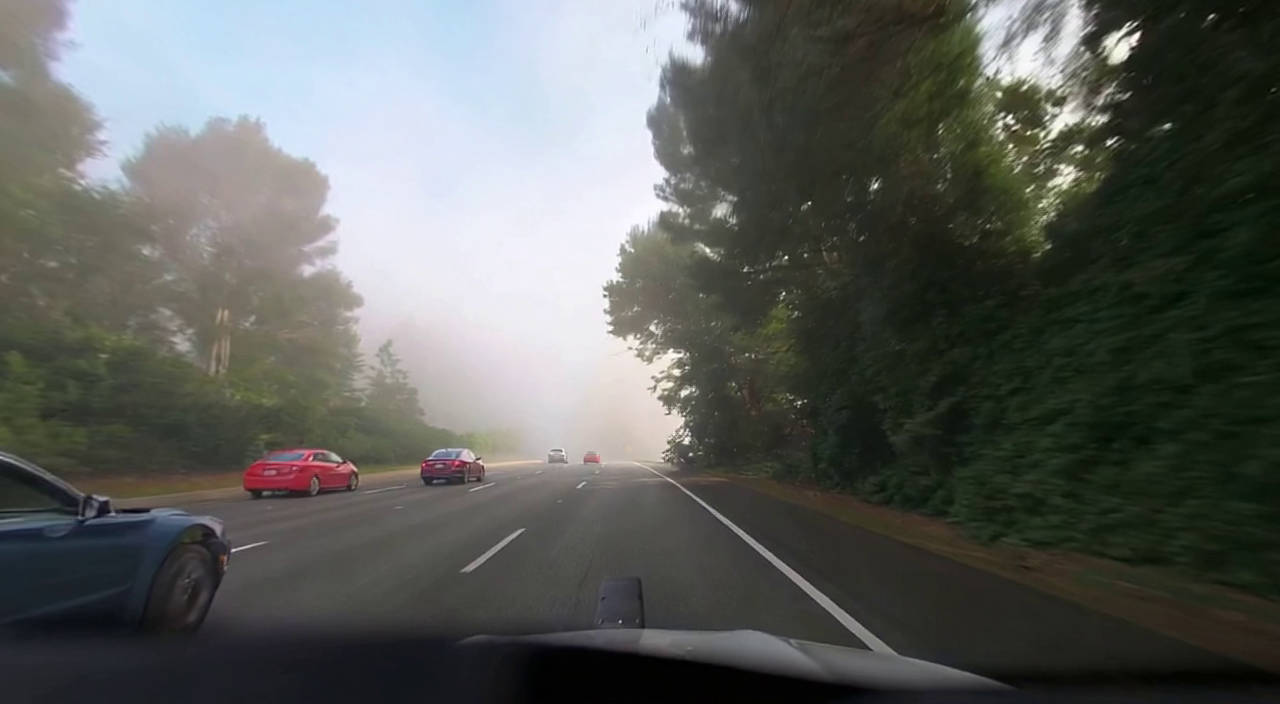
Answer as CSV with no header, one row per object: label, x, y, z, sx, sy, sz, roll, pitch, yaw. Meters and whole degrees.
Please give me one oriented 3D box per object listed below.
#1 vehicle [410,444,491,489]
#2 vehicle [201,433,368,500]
vehicle,-7.624,4.627,25.775,2.060,1.680,4.255,0,-9,-1
vehicle,-11.636,3.784,21.285,2.425,1.926,5.584,0,-9,0
